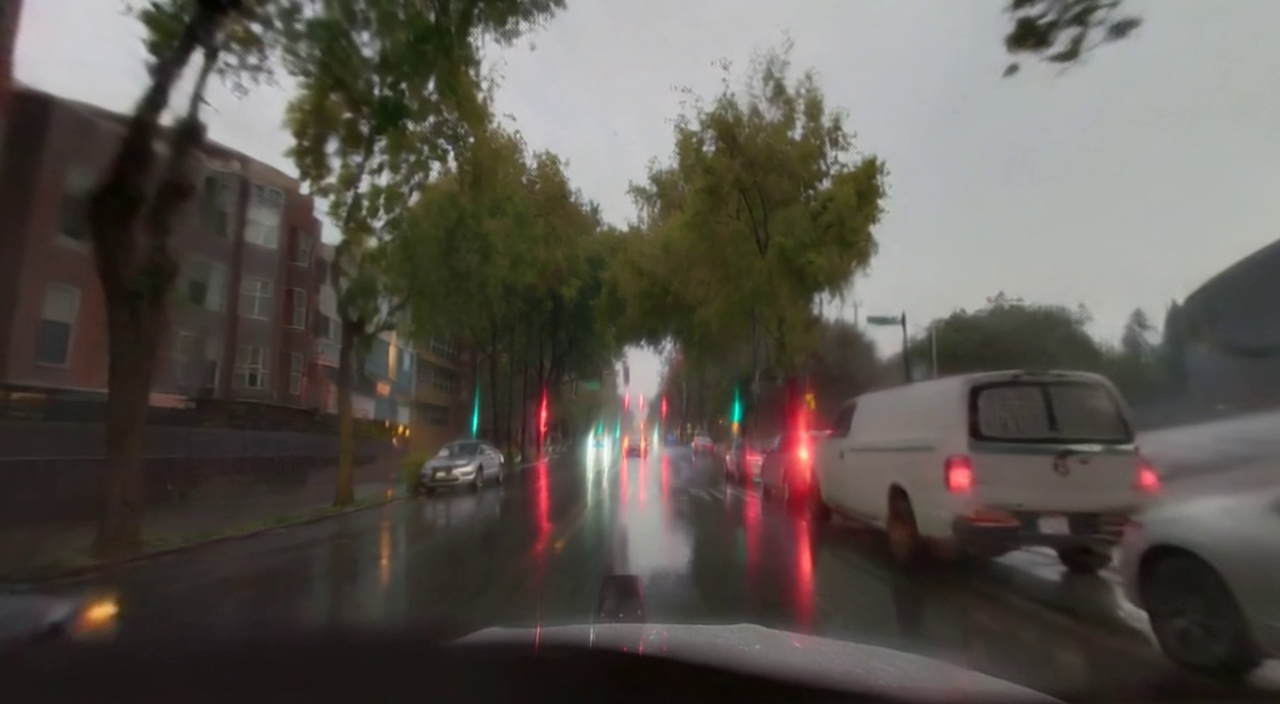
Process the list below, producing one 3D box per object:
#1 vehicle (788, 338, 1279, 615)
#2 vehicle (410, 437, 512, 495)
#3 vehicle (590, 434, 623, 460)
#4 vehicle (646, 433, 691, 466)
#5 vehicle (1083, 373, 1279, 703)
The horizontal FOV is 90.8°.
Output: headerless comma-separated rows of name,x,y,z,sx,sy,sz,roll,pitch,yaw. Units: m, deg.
vehicle,3.649,1.324,7.601,2.356,2.043,5.791,0,-8,0
vehicle,-5.913,3.803,21.499,2.013,1.772,4.439,0,-8,2
vehicle,-2.290,6.628,44.185,1.979,1.723,3.849,0,-8,1
vehicle,1.566,5.172,33.672,2.111,1.619,4.077,-1,-8,7
vehicle,3.936,0.779,2.073,1.871,1.603,4.161,0,-8,-1
